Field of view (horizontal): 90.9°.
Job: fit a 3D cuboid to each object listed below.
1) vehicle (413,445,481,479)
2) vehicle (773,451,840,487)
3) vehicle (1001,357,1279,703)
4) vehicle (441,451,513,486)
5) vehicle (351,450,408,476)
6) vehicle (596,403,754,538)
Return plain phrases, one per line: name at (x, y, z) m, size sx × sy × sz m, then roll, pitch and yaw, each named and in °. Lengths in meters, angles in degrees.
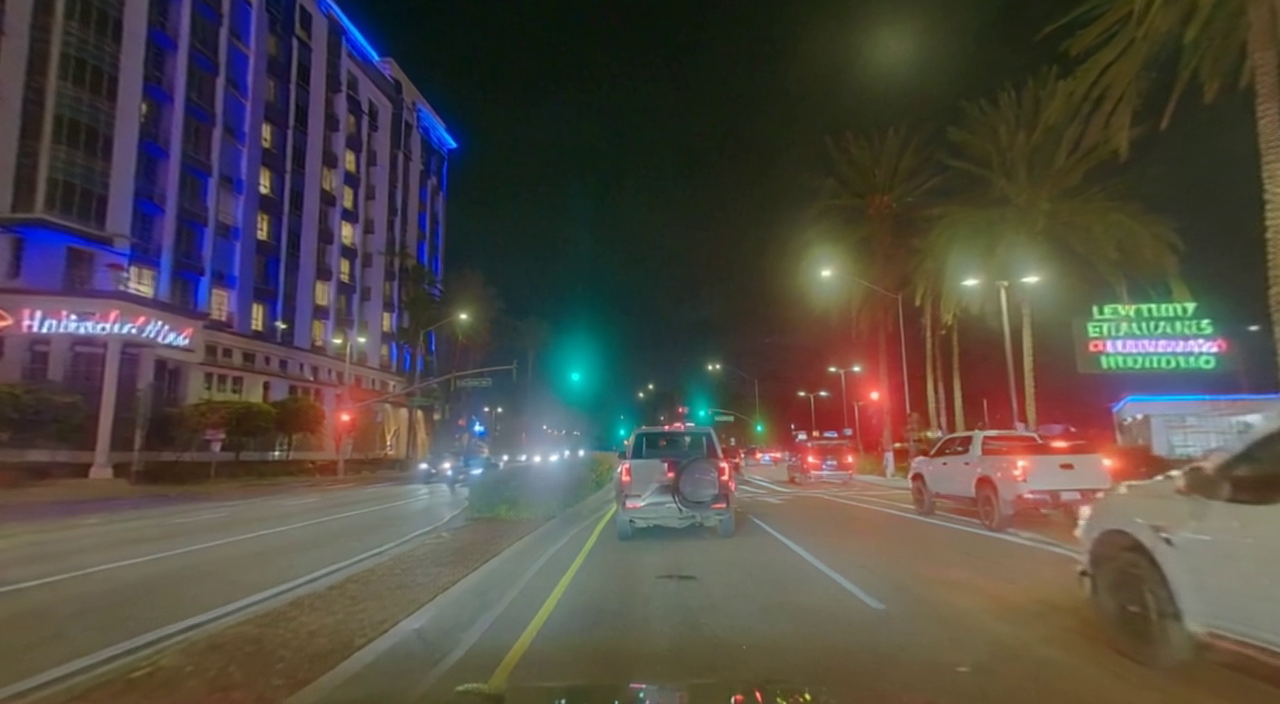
vehicle at (-11.154, 6.359, 36.850) m, size 2.272 × 1.837 × 4.892 m, roll -1°, pitch -9°, yaw 2°
vehicle at (7.686, 5.429, 29.638) m, size 1.958 × 1.523 × 4.553 m, roll 0°, pitch -9°, yaw 1°
vehicle at (4.022, 0.847, 2.509) m, size 2.283 × 1.738 × 4.916 m, roll 0°, pitch -9°, yaw 1°
vehicle at (-7.806, 5.606, 30.723) m, size 2.061 × 1.496 × 4.600 m, roll -1°, pitch -9°, yaw 3°
vehicle at (-18.203, 7.775, 44.312) m, size 1.972 × 1.694 × 4.466 m, roll 0°, pitch -9°, yaw 1°
vehicle at (0.602, 2.285, 12.762) m, size 2.487 × 2.115 × 5.444 m, roll 0°, pitch -9°, yaw 1°
